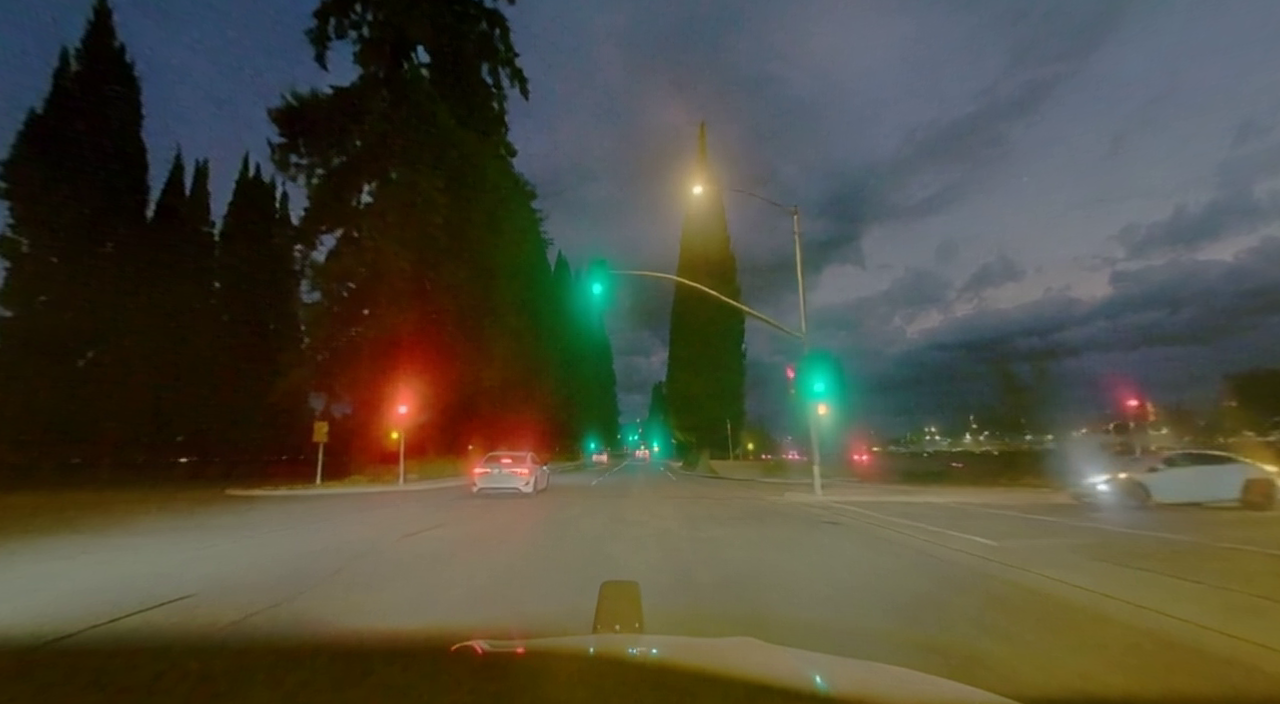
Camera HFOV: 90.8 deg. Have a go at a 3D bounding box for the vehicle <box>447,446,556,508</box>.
[{"bbox_3d":[-3.597,3.316,17.333,1.968,1.459,4.433,0,-8,0],"label":"vehicle"}]

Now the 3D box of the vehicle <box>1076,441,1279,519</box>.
[{"bbox_3d":[12.098,2.598,13.164,4.632,1.473,1.889,0,-8,-3],"label":"vehicle"}]
